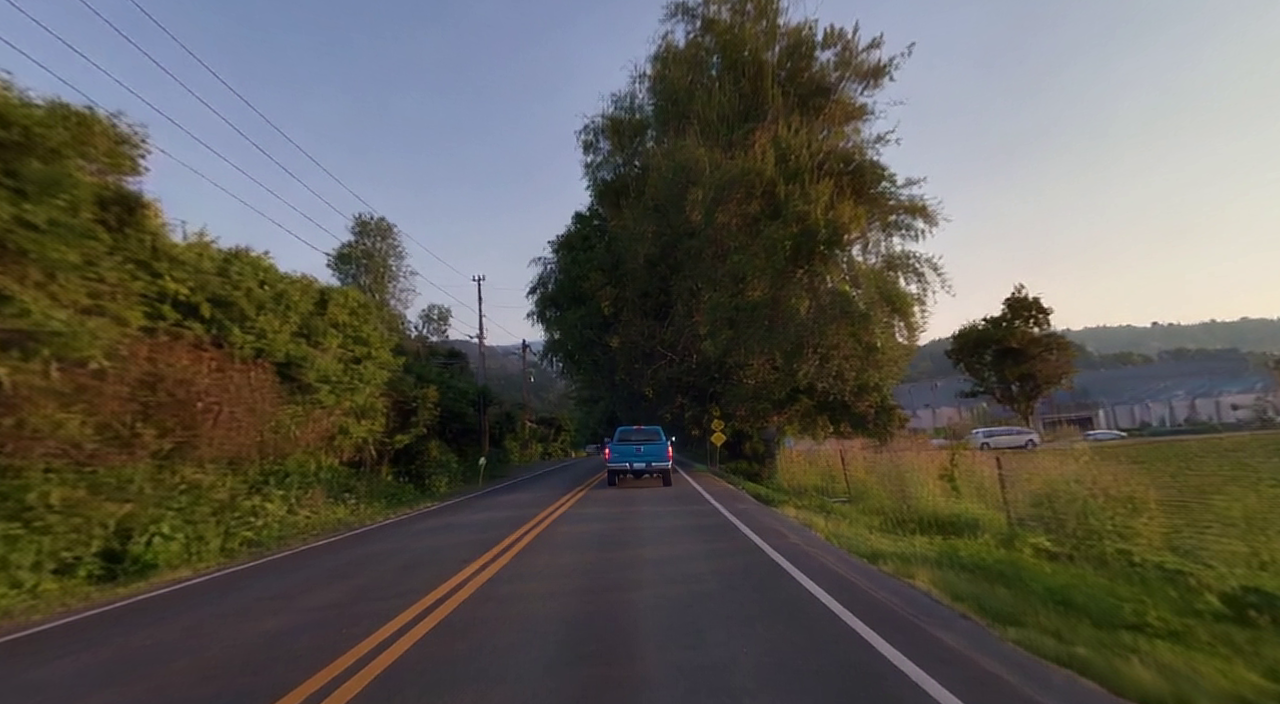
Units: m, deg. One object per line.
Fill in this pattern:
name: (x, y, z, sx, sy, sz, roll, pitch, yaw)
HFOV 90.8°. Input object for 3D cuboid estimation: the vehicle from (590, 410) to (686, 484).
vehicle: (-0.098, 3.569, 23.870, 3.021, 2.326, 7.410, 0, -8, -1)
